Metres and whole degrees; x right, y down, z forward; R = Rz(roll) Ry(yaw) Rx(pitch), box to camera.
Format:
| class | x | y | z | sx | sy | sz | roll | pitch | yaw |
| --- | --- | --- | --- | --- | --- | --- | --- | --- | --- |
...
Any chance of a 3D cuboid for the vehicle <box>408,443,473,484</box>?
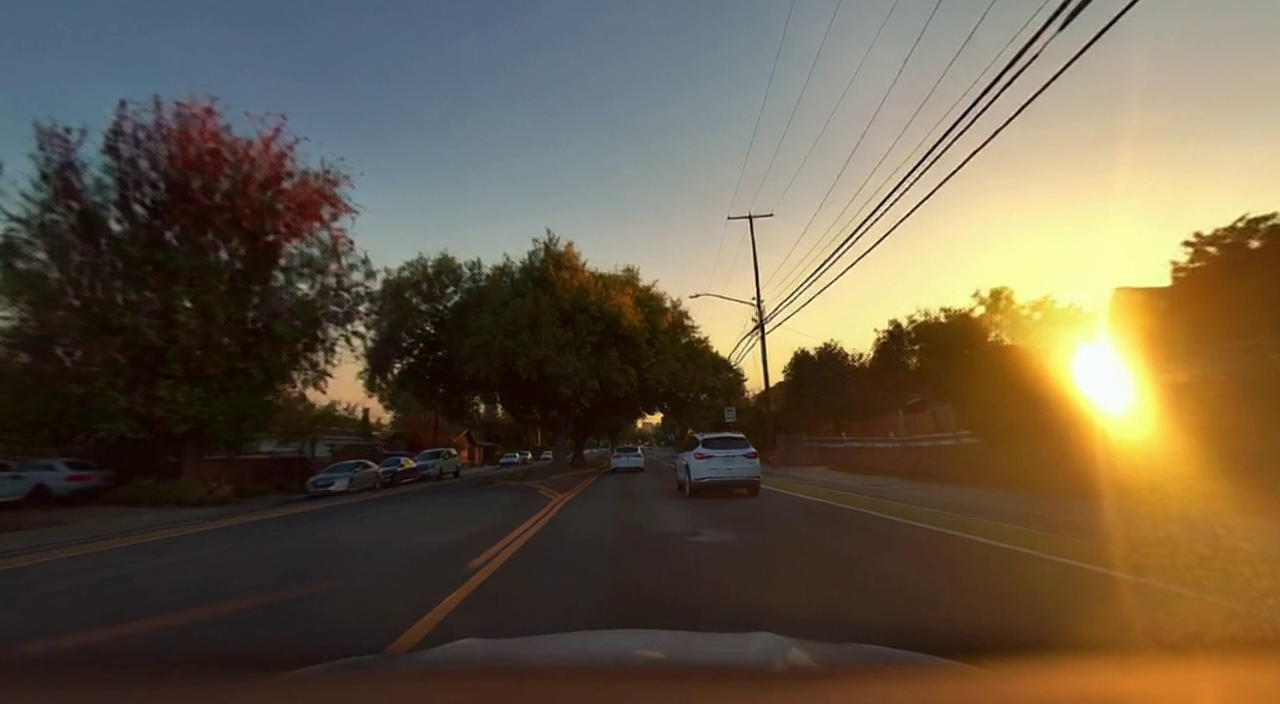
| class | x | y | z | sx | sy | sz | roll | pitch | yaw |
| --- | --- | --- | --- | --- | --- | --- | --- | --- | --- |
| vehicle | -12.296 | 6.864 | 39.336 | 2.504 | 2.031 | 5.237 | -7 | -8 | -4 |

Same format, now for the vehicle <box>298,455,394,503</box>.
| class | x | y | z | sx | sy | sz | roll | pitch | yaw |
| --- | --- | --- | --- | --- | --- | --- | --- | --- | --- |
| vehicle | -12.328 | 5.296 | 26.869 | 2.044 | 1.534 | 4.554 | -5 | -8 | -2 |

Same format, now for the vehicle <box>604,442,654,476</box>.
| class | x | y | z | sx | sy | sz | roll | pitch | yaw |
| --- | --- | --- | --- | --- | --- | --- | --- | --- | --- |
| vehicle | -0.526 | 5.028 | 29.958 | 2.196 | 1.449 | 4.006 | 0 | -8 | -1 |

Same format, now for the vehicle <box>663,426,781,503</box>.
| class | x | y | z | sx | sy | sz | roll | pitch | yaw |
| --- | --- | --- | --- | --- | --- | --- | --- | --- | --- |
| vehicle | 1.992 | 2.939 | 16.950 | 2.200 | 1.763 | 4.676 | 1 | -8 | -4 |

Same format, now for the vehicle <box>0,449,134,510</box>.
| class | x | y | z | sx | sy | sz | roll | pitch | yaw |
| --- | --- | --- | --- | --- | --- | --- | --- | --- | --- |
| vehicle | -20.791 | 4.382 | 21.836 | 4.800 | 1.840 | 2.045 | -1 | -6 | -1 |
